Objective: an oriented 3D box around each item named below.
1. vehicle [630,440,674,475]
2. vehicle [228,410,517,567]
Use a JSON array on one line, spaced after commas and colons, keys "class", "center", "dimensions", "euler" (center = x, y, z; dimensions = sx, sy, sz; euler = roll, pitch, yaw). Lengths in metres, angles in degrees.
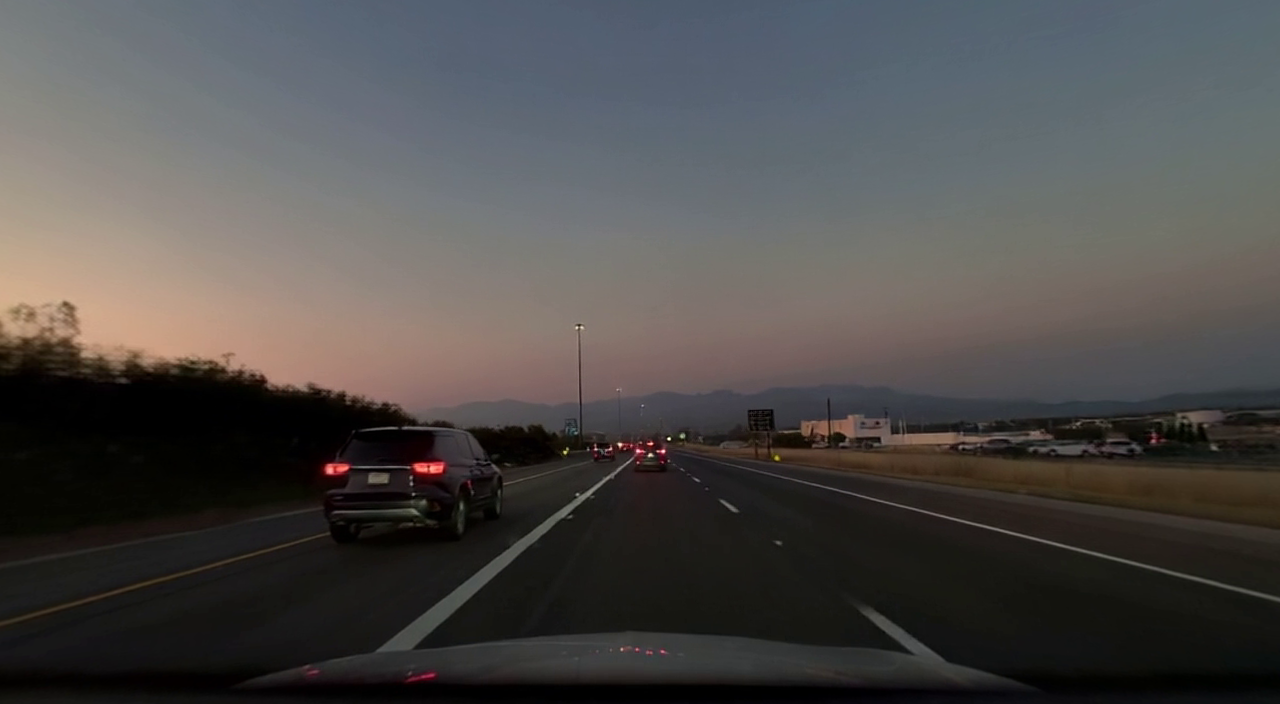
[{"class": "vehicle", "center": [0.545, 5.068, 30.492], "dimensions": [2.000, 1.558, 3.945], "euler": [0, -8, 0]}, {"class": "vehicle", "center": [-3.511, 1.899, 9.561], "dimensions": [2.239, 1.761, 4.620], "euler": [0, -8, 1]}]
